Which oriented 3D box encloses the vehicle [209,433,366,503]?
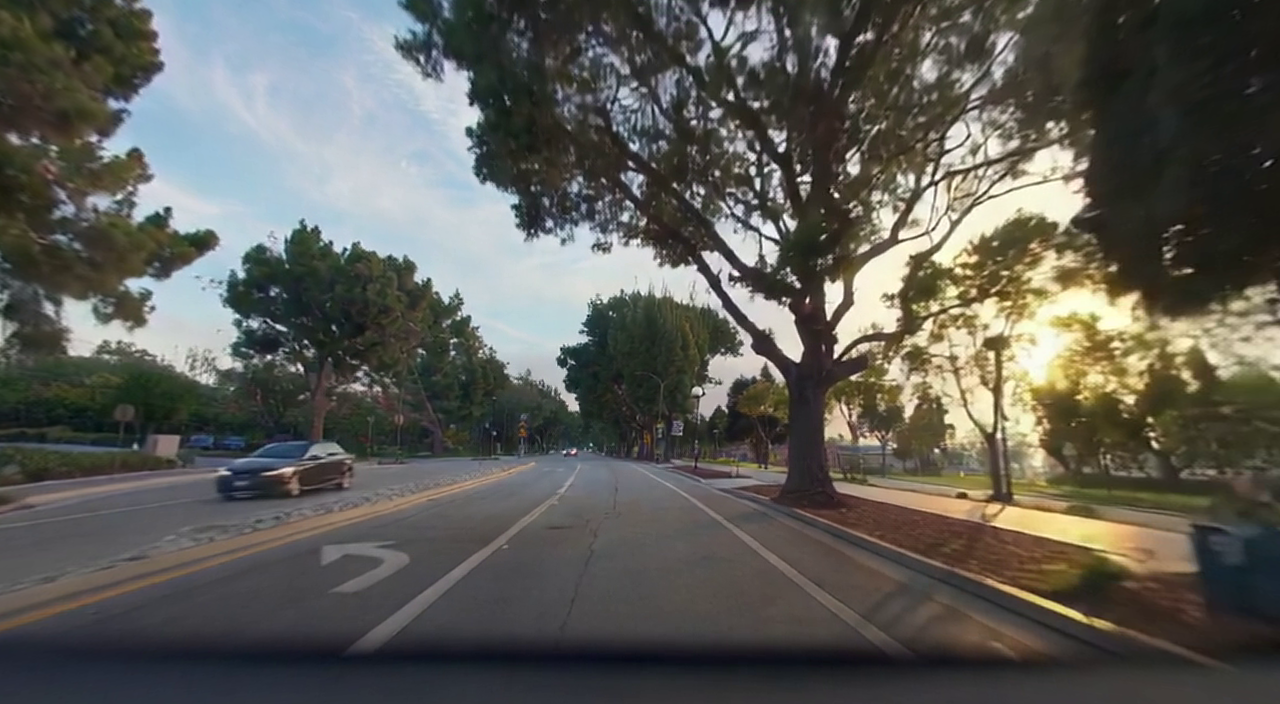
[{"bbox_3d":[-9.021,2.979,16.649,2.008,1.565,4.182,0,-9,-5],"label":"vehicle"}]
